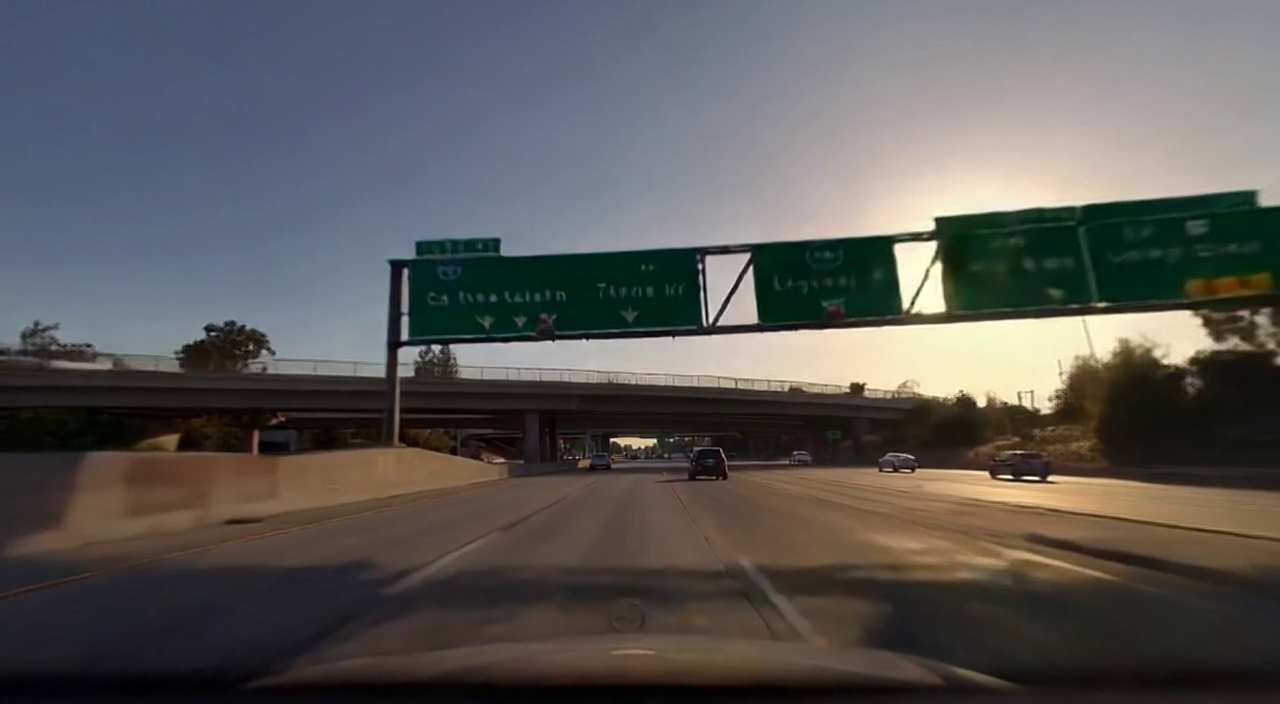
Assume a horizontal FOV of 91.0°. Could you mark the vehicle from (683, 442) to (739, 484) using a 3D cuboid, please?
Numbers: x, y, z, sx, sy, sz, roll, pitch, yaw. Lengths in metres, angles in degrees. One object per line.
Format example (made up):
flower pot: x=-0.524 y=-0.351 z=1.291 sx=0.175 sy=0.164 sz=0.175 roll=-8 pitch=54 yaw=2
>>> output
vehicle: x=3.289 y=5.286 z=30.176 sx=2.147 sy=1.794 sz=4.538 roll=0 pitch=-9 yaw=0

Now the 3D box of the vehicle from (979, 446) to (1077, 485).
vehicle: x=19.496 y=5.708 z=31.947 sx=2.116 sy=1.754 sz=4.727 roll=0 pitch=-9 yaw=3

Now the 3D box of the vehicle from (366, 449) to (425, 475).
vehicle: x=-17.849 y=8.045 z=46.294 sx=2.066 sy=1.824 sz=5.243 roll=0 pitch=-9 yaw=2
